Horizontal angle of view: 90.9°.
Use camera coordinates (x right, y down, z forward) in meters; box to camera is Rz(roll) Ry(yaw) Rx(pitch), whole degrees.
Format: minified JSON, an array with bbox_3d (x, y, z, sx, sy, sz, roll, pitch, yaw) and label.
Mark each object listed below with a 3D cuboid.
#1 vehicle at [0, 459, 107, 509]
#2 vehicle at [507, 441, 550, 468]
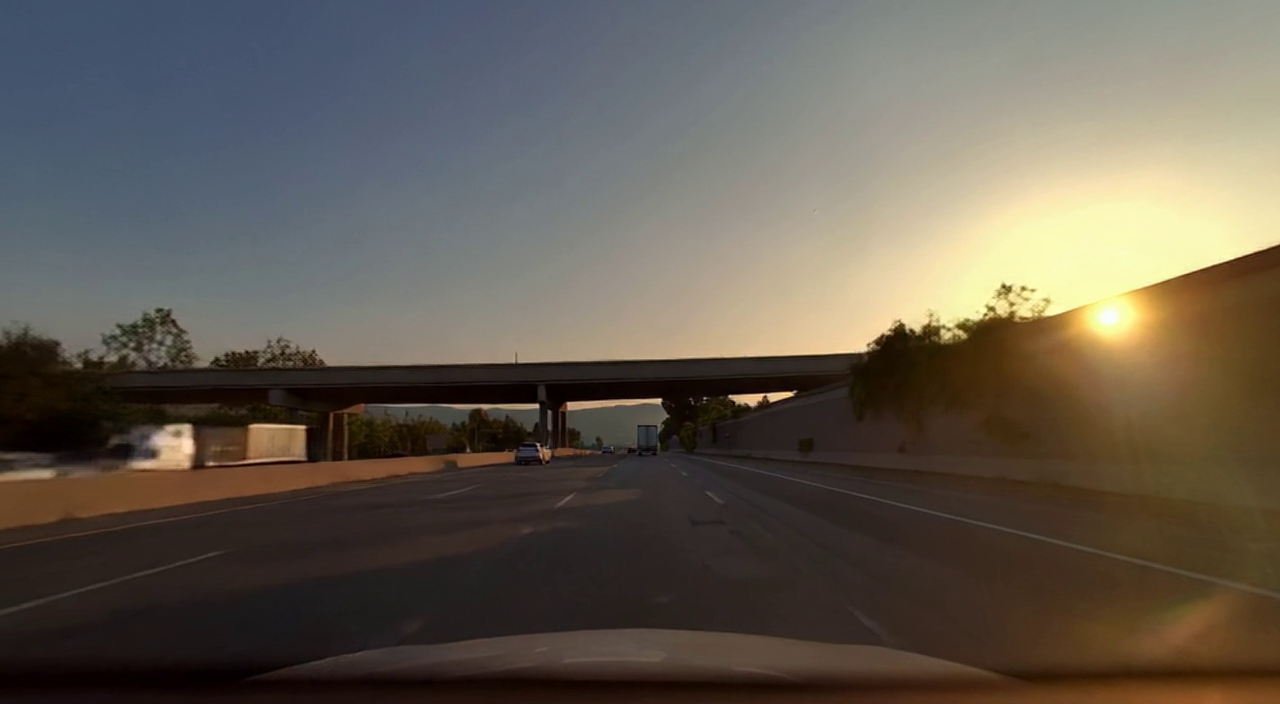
[{"bbox_3d":[-20.867,4.408,21.248,1.779,1.445,4.509,0,-8,1],"label":"vehicle"},{"bbox_3d":[-7.203,6.662,41.228,1.981,1.685,4.171,0,-8,1],"label":"vehicle"}]
